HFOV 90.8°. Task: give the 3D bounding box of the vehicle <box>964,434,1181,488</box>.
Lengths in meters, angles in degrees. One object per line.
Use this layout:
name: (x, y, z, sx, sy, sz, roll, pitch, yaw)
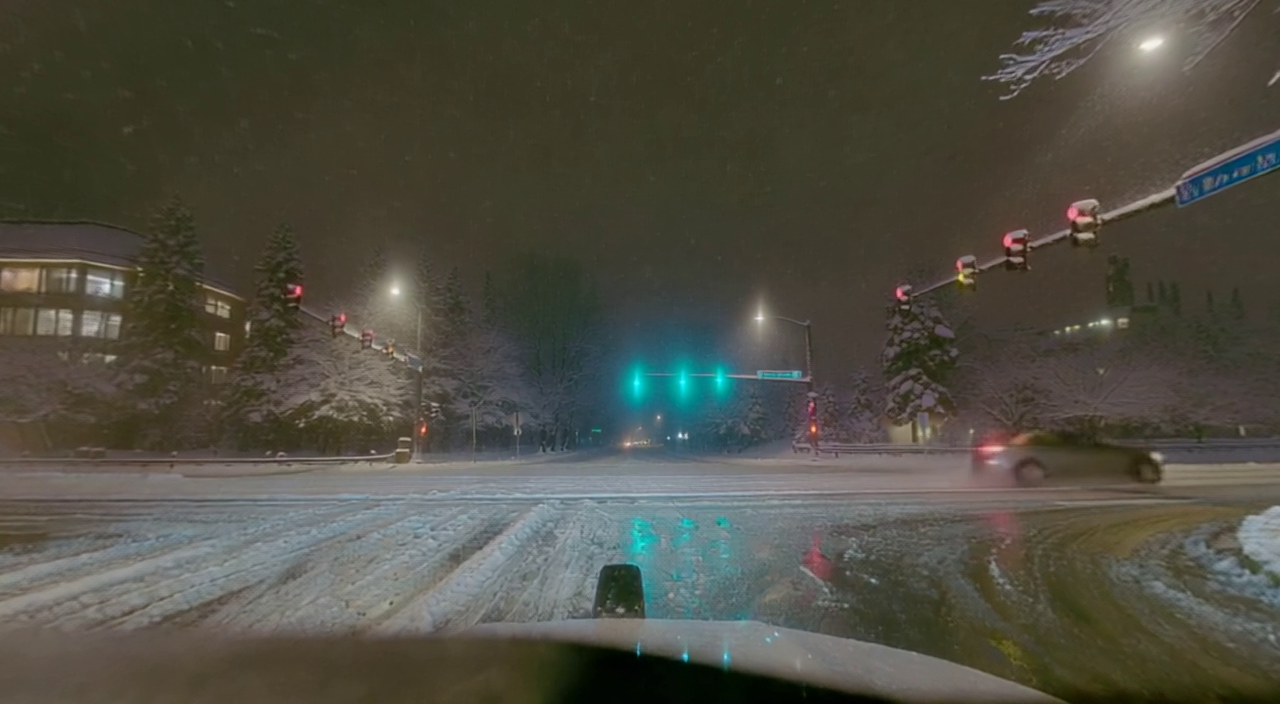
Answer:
vehicle: (12.528, 3.185, 18.584, 4.838, 1.468, 2.052, 0, -9, 0)
